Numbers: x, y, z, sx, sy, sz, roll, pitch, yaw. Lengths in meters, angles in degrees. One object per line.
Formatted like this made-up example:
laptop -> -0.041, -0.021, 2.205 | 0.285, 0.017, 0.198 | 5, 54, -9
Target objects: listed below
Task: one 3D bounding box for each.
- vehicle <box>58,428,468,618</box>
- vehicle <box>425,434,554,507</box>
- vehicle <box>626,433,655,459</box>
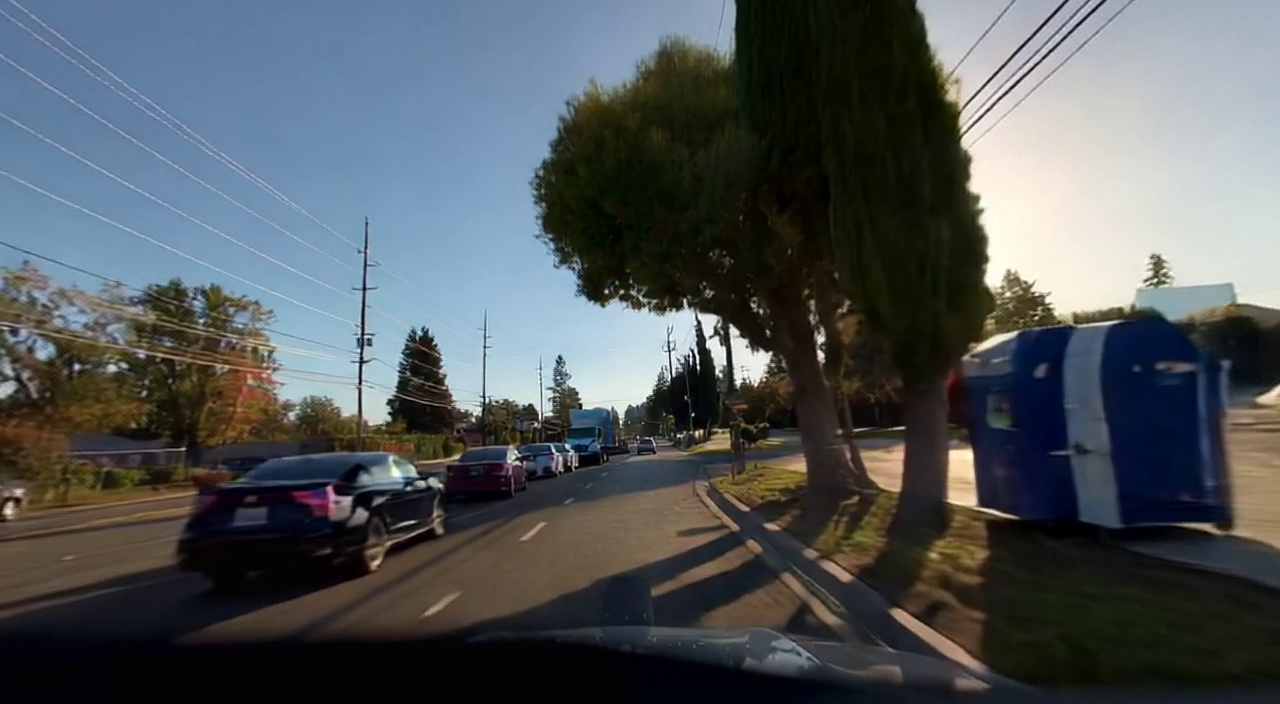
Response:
vehicle -> -3.517, 1.642, 7.040 | 1.998, 1.466, 4.124 | 0, -8, 0
vehicle -> -3.403, 2.769, 15.244 | 1.972, 1.486, 4.547 | 0, -8, 1
vehicle -> 0.013, 7.287, 48.817 | 2.117, 1.861, 4.095 | 0, -8, 0
